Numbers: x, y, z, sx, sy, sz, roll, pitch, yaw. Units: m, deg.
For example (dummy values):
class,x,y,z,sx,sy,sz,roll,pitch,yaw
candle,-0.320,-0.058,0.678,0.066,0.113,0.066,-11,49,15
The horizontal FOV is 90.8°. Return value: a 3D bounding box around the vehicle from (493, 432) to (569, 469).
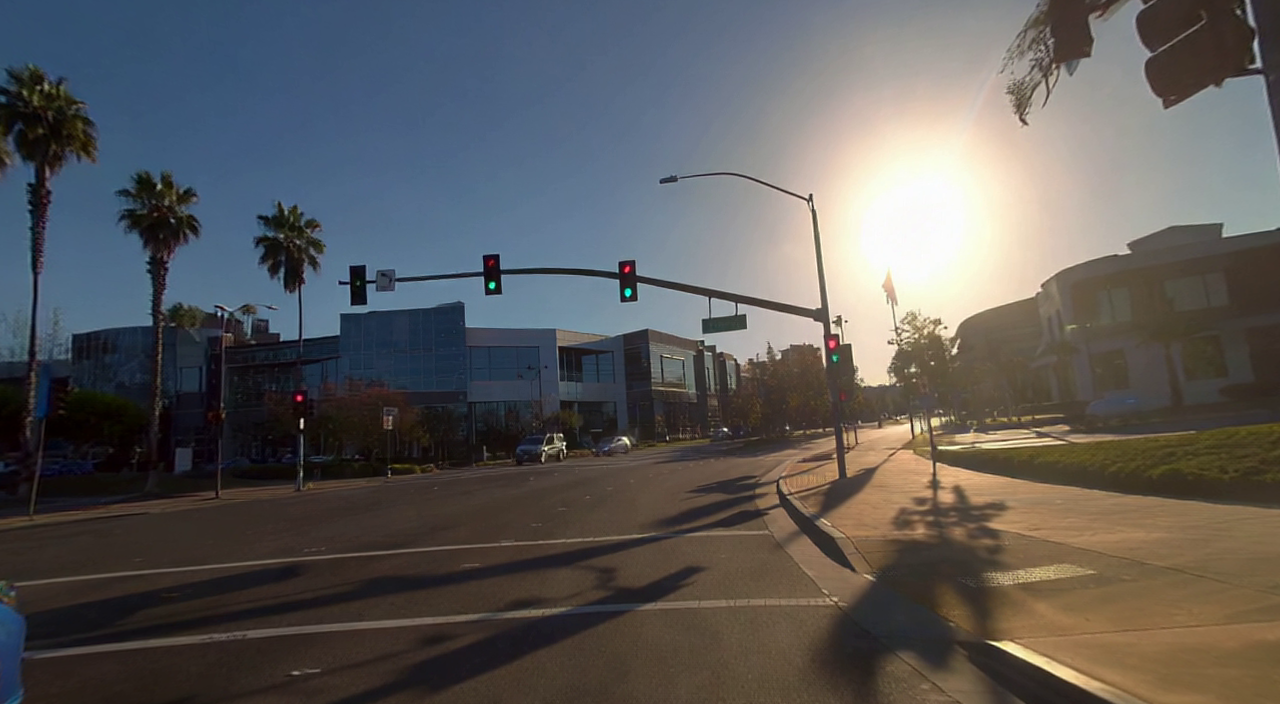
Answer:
class,x,y,z,sx,sy,sz,roll,pitch,yaw
vehicle,-5.671,5.233,33.633,2.181,1.792,4.648,-3,-9,16
